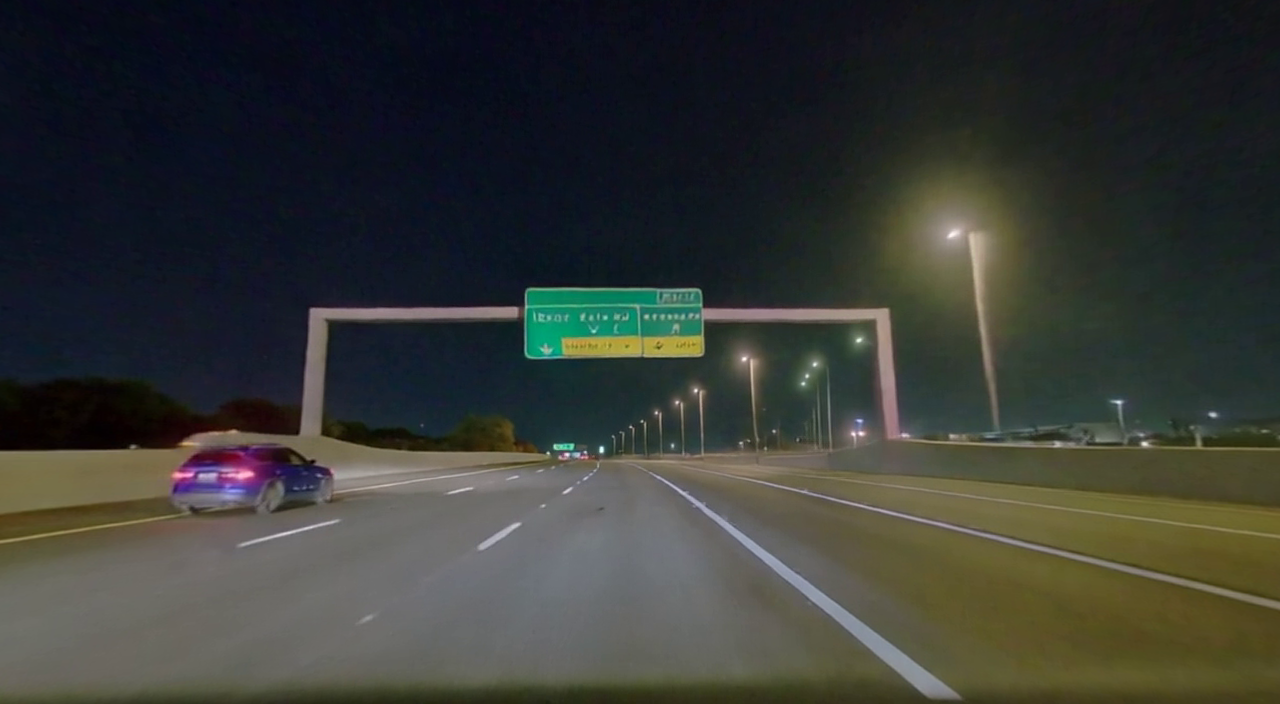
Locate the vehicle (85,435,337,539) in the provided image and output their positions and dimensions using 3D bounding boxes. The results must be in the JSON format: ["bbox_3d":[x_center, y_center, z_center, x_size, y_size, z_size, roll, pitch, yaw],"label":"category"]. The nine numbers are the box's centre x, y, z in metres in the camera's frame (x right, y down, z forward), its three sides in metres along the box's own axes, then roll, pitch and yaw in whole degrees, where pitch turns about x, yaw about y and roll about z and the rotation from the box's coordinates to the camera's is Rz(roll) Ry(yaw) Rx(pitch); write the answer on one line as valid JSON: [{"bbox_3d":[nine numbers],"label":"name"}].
[{"bbox_3d":[-7.746,2.450,12.041,1.924,1.601,4.115,0,-9,-1],"label":"vehicle"}]
